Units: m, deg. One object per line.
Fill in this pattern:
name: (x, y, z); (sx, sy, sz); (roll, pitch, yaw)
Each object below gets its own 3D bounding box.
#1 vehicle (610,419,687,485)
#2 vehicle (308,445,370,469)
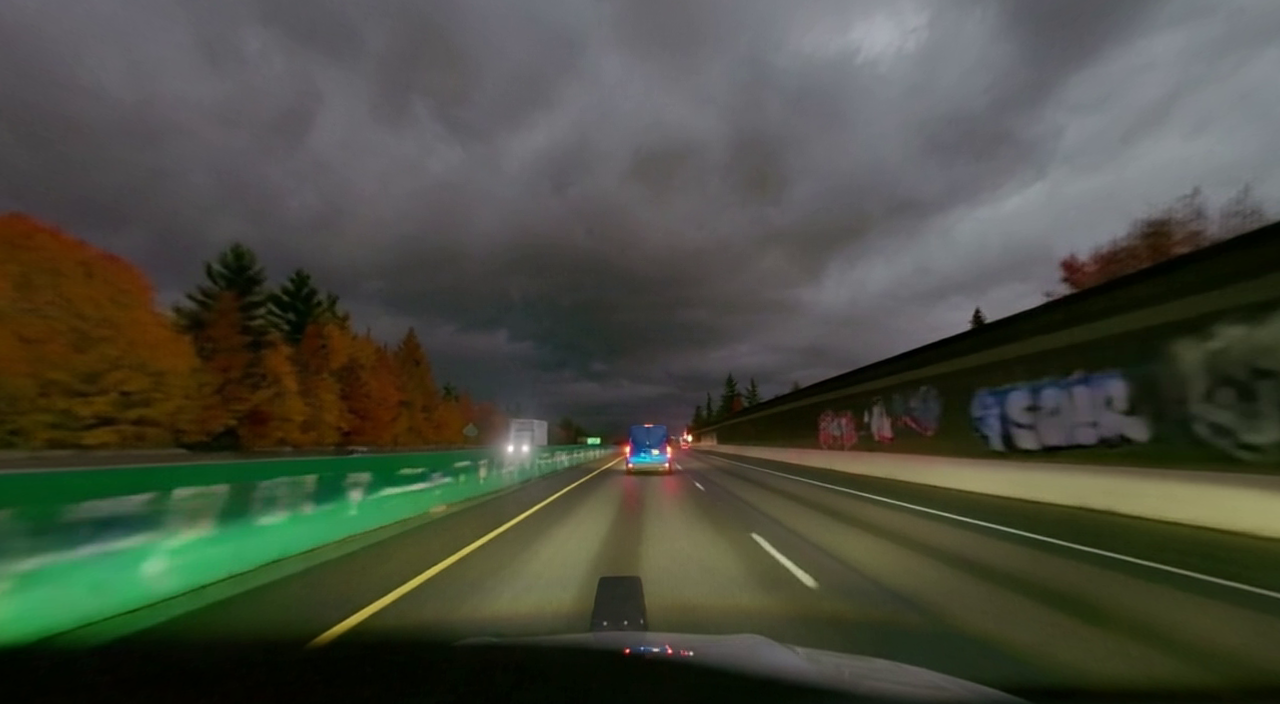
vehicle: (0.242, 3.318, 21.066); (2.283, 1.956, 4.421); (0, -8, 0)
vehicle: (-20.833, 7.252, 43.736); (1.866, 1.534, 4.784); (0, -8, 1)
